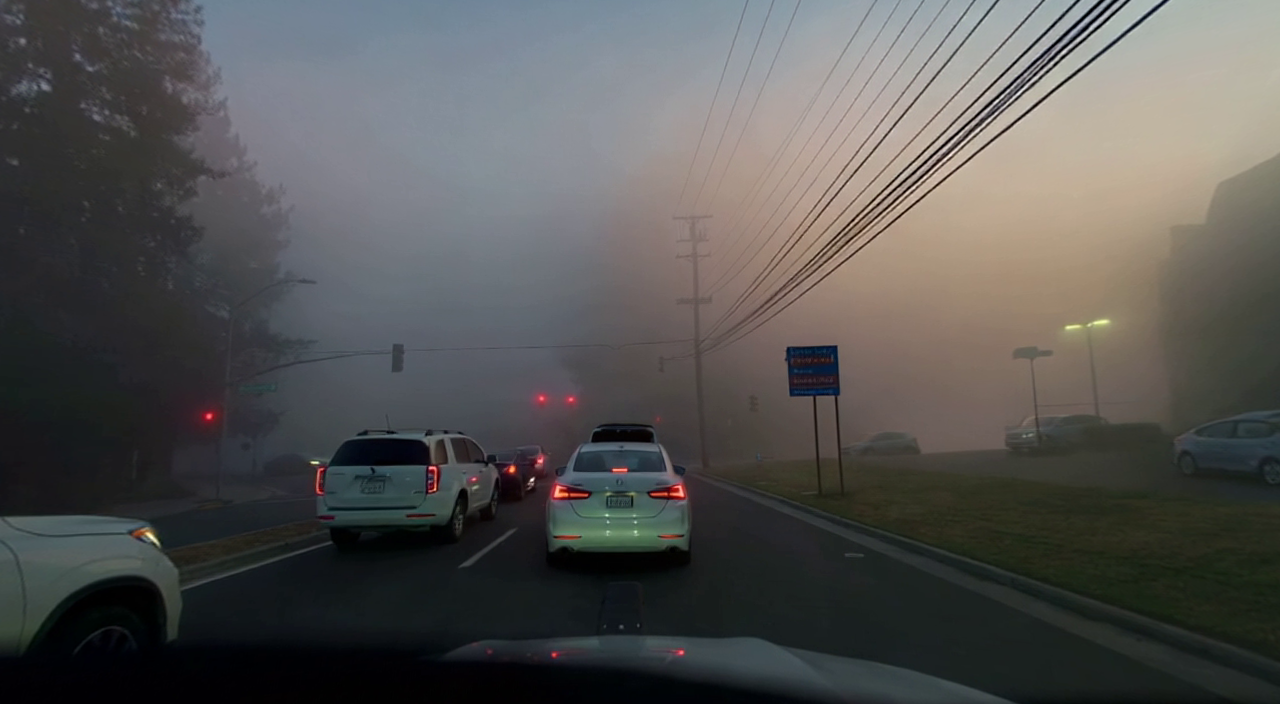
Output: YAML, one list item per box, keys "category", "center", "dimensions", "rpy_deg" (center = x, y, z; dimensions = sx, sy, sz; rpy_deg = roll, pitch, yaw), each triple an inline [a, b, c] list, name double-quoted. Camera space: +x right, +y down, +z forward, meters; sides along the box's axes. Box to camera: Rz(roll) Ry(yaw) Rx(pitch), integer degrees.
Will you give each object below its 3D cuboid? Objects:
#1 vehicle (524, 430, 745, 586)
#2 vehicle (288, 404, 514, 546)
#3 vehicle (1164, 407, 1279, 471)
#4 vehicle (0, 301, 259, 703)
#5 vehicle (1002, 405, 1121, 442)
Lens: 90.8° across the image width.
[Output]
- category: "vehicle"
  center: [-0.103, 1.802, 8.142]
  dimensions: [2.121, 1.474, 3.968]
  rpy_deg: [0, -8, -2]
- category: "vehicle"
  center: [-3.846, 2.088, 11.370]
  dimensions: [2.147, 1.963, 4.927]
  rpy_deg: [0, -8, 0]
- category: "vehicle"
  center: [17.018, 2.540, 18.260]
  dimensions: [1.858, 1.622, 4.491]
  rpy_deg: [-5, -10, 28]
- category: "vehicle"
  center: [-3.593, 0.635, 1.525]
  dimensions: [2.085, 1.943, 5.053]
  rpy_deg: [0, -8, 1]
- category: "vehicle"
  center: [26.892, 4.627, 40.496]
  dimensions: [5.782, 2.286, 2.223]
  rpy_deg: [-1, -9, 5]
